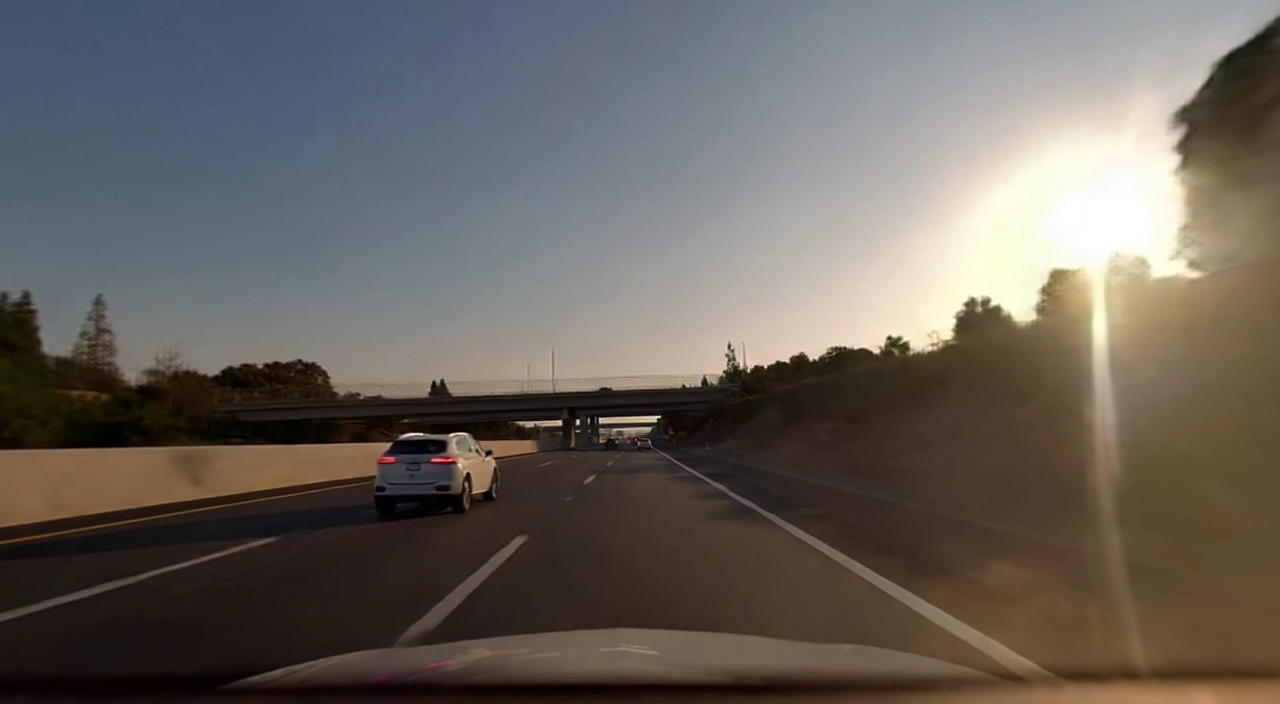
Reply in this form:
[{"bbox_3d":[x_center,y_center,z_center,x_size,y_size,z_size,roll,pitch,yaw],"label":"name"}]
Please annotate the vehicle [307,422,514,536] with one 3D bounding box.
[{"bbox_3d":[-3.705,2.100,11.147,2.039,1.589,4.324,0,-8,0],"label":"vehicle"}]
